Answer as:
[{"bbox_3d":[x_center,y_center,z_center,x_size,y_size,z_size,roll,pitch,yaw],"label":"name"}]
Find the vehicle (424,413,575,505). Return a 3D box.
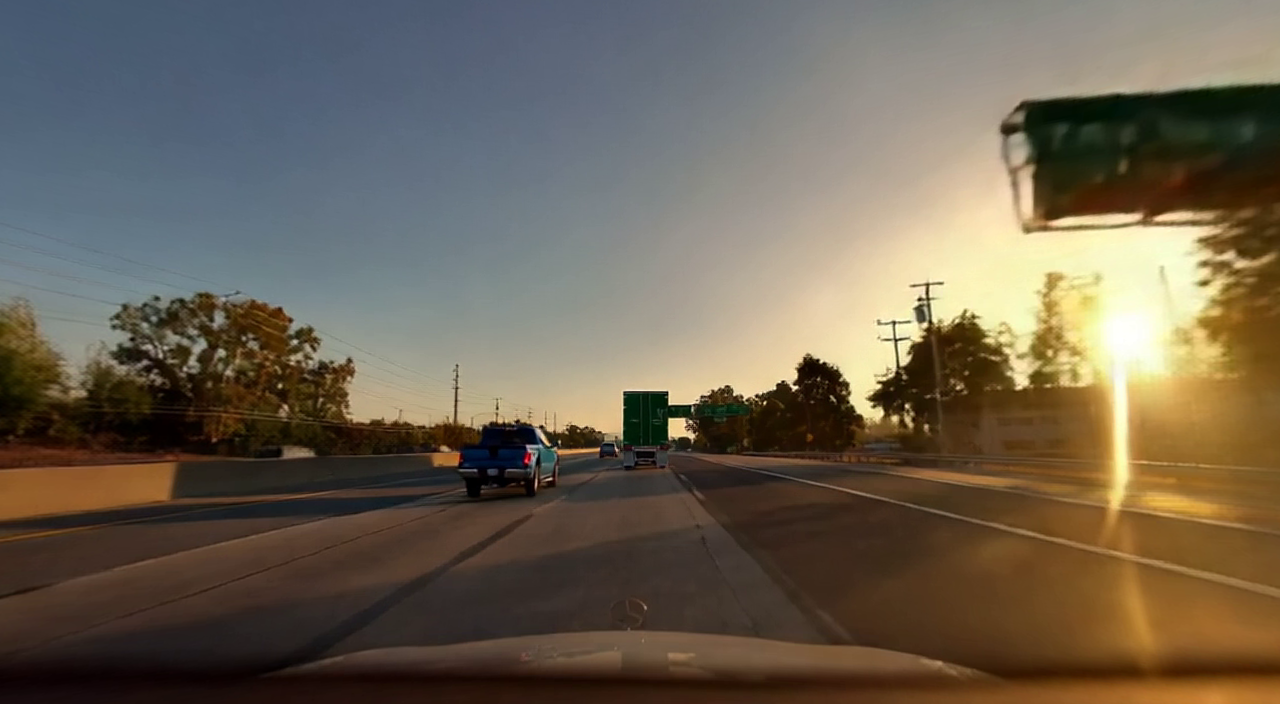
[{"bbox_3d":[-3.673,3.008,18.235,2.749,2.141,6.515,0,-8,1],"label":"vehicle"}]

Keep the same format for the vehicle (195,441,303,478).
[{"bbox_3d":[-18.074,4.956,29.480,1.957,1.561,4.797,0,-8,1],"label":"vehicle"}]

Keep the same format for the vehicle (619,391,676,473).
[{"bbox_3d":[0.473,4.961,38.320,2.879,4.085,13.125,0,-8,1],"label":"vehicle"}]
